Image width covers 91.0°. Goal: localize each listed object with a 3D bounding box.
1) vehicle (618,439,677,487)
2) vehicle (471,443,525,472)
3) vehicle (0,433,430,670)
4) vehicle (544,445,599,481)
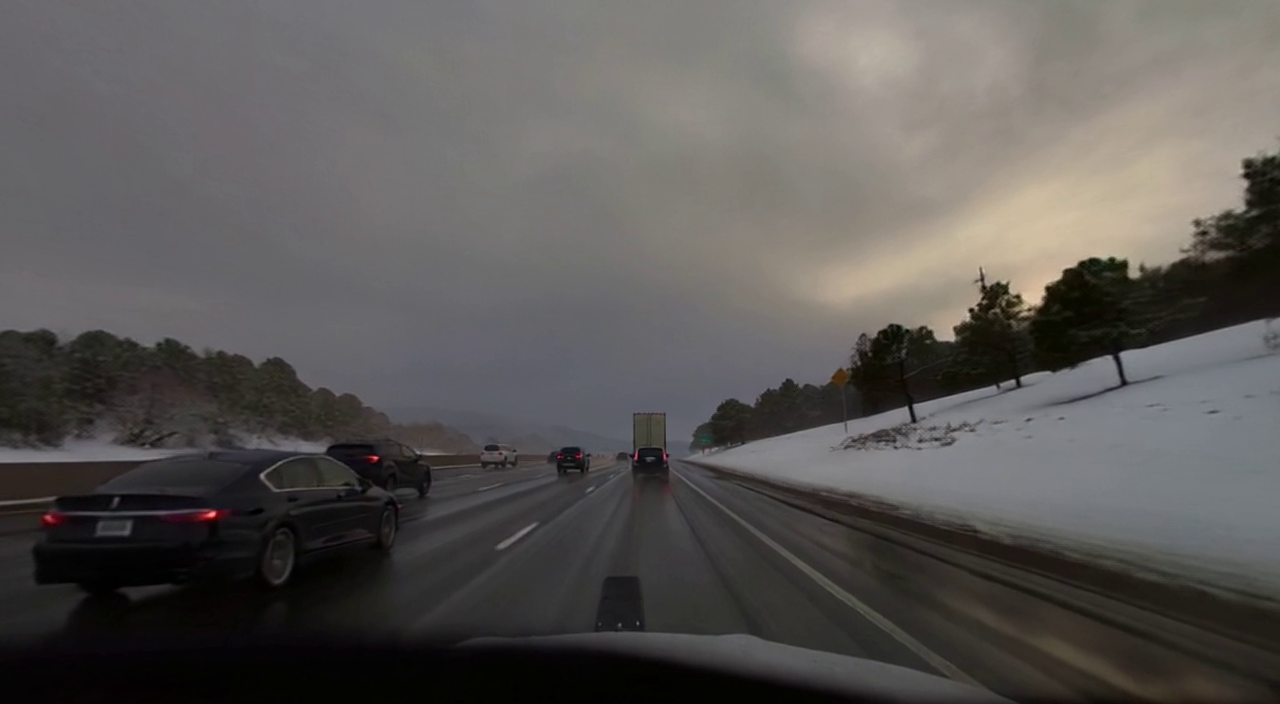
[{"bbox_3d":[0.303,4.670,26.772,2.281,1.795,4.297,1,-9,0],"label":"vehicle"},{"bbox_3d":[-10.649,7.985,47.875,2.421,2.025,6.236,0,-9,2],"label":"vehicle"},{"bbox_3d":[-3.905,1.616,6.336,1.943,1.468,4.547,1,-9,1],"label":"vehicle"},{"bbox_3d":[-3.428,5.661,32.340,2.155,1.661,4.477,0,-9,2],"label":"vehicle"}]
